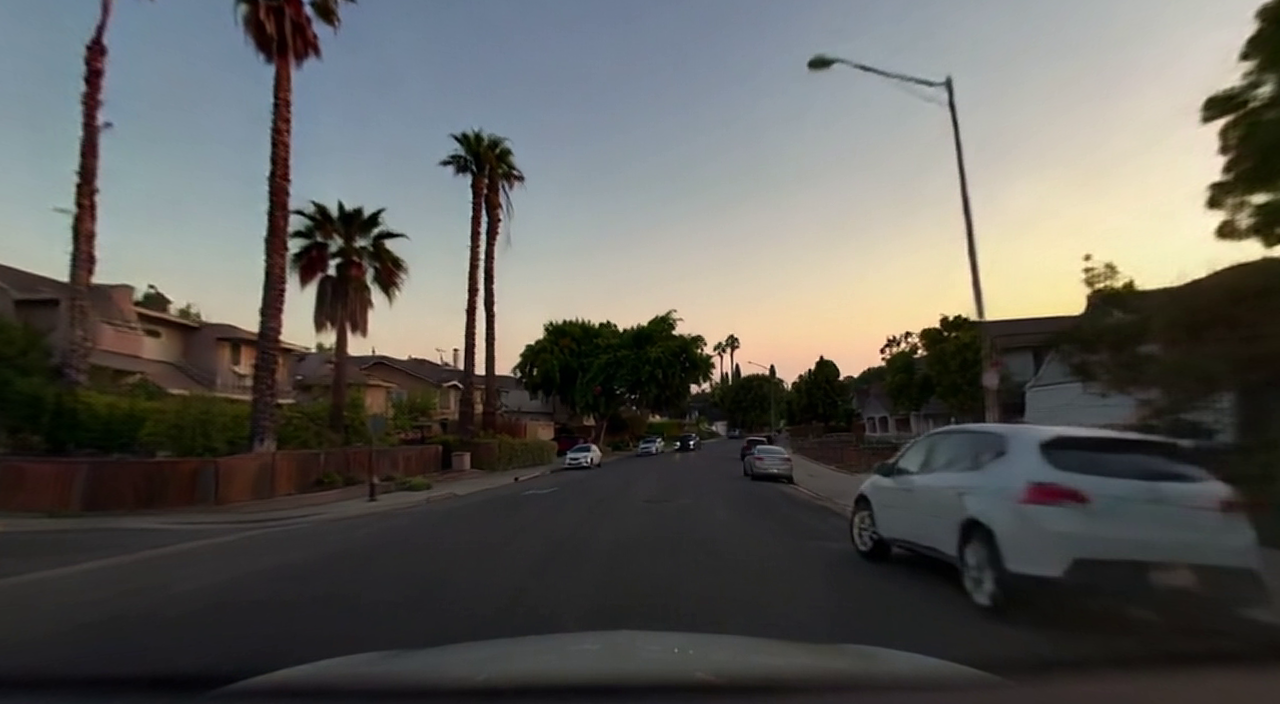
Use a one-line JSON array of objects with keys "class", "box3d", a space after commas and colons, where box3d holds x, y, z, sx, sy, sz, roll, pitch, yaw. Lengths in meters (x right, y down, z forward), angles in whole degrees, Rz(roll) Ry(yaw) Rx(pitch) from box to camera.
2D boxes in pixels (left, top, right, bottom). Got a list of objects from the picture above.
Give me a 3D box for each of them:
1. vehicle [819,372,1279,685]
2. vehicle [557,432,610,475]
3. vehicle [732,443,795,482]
[{"class": "vehicle", "box3d": [3.607, 1.377, 6.172, 2.197, 1.816, 4.845, 0, -8, -1]}, {"class": "vehicle", "box3d": [-3.453, 6.482, 39.722, 2.053, 1.713, 4.850, -3, -21, 10]}, {"class": "vehicle", "box3d": [4.942, 4.442, 25.678, 1.942, 1.465, 4.123, -1, -8, 3]}]
